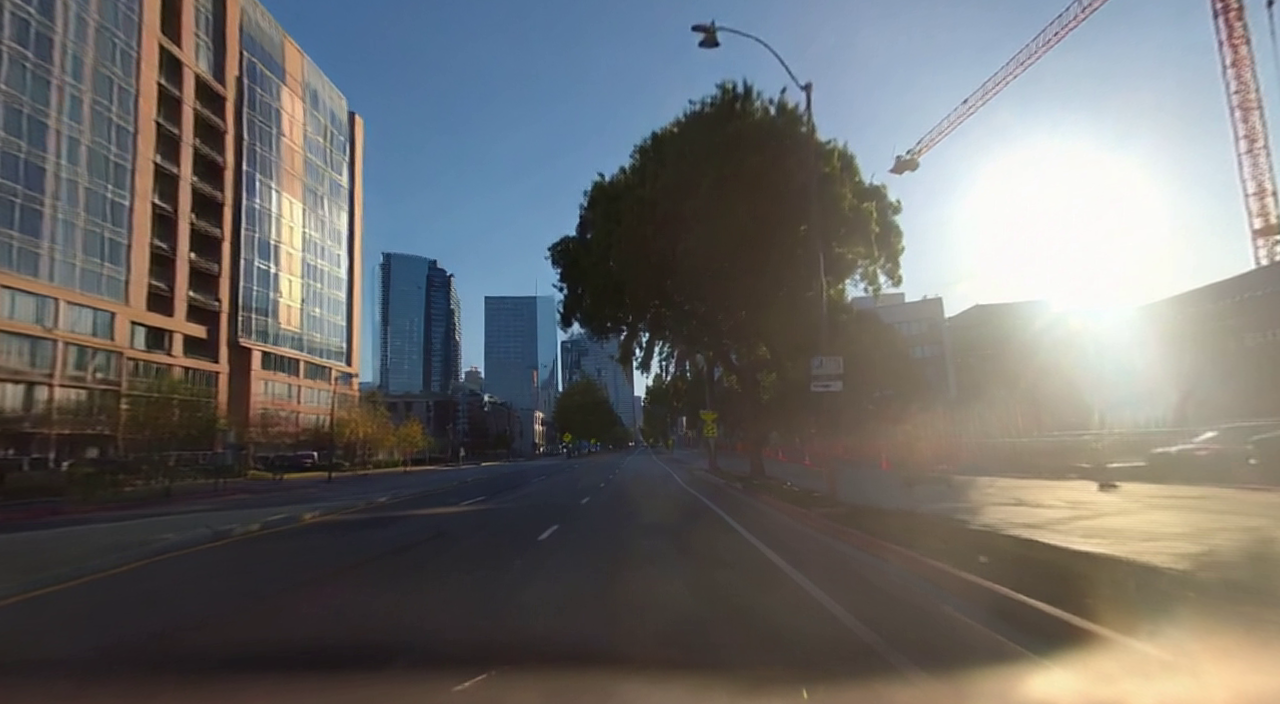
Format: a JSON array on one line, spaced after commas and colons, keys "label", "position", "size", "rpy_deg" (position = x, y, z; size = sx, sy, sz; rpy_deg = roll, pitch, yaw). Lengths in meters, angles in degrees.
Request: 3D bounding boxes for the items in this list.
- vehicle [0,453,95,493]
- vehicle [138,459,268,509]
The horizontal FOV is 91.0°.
[{"label": "vehicle", "position": [-25.083, 4.932, 25.695], "size": [3.850, 1.453, 1.895], "rpy_deg": [-1, -8, -1]}, {"label": "vehicle", "position": [-17.023, 5.123, 24.888], "size": [1.921, 1.541, 4.541], "rpy_deg": [-2, -8, 0]}]
